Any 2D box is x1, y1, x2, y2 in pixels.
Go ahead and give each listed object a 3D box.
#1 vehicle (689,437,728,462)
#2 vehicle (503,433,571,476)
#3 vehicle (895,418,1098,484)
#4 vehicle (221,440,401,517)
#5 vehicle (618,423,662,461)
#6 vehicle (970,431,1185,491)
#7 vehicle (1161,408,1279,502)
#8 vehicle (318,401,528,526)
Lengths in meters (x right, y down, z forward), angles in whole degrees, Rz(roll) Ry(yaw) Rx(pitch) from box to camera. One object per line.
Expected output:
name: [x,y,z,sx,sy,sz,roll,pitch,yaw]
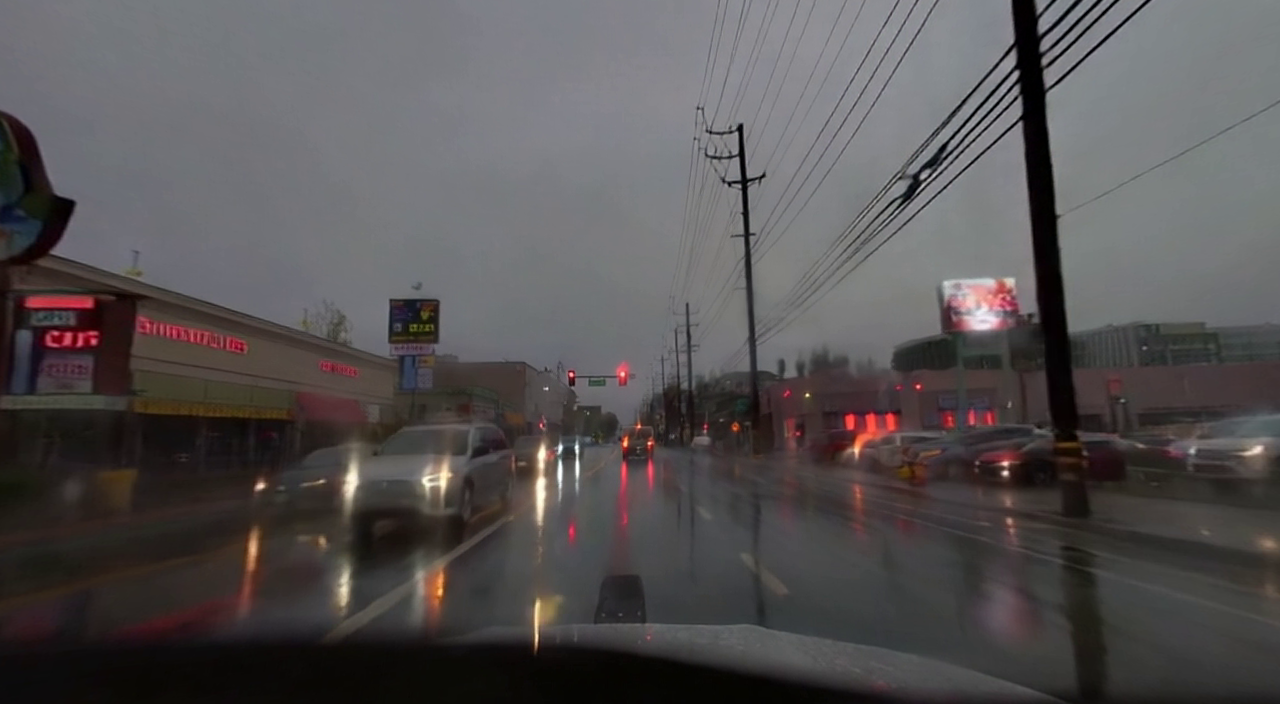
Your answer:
vehicle: [4.328,6.247,40.547,1.926,1.482,4.442,0,-8,0]
vehicle: [-4.127,4.200,26.158,2.033,1.572,4.939,0,-8,0]
vehicle: [10.809,3.026,19.473,4.937,1.827,2.042,-1,-8,0]
vehicle: [-7.392,2.846,14.823,1.869,1.504,4.430,0,-8,-1]
vehicle: [0.019,6.019,42.154,2.683,2.295,6.404,0,-8,1]
vehicle: [11.424,2.873,16.762,4.238,1.464,1.862,-1,-8,2]
vehicle: [15.008,2.213,13.846,5.307,1.877,2.052,0,-8,-1]
vehicle: [-3.832,2.119,12.568,2.277,1.904,5.583,0,-8,-1]
